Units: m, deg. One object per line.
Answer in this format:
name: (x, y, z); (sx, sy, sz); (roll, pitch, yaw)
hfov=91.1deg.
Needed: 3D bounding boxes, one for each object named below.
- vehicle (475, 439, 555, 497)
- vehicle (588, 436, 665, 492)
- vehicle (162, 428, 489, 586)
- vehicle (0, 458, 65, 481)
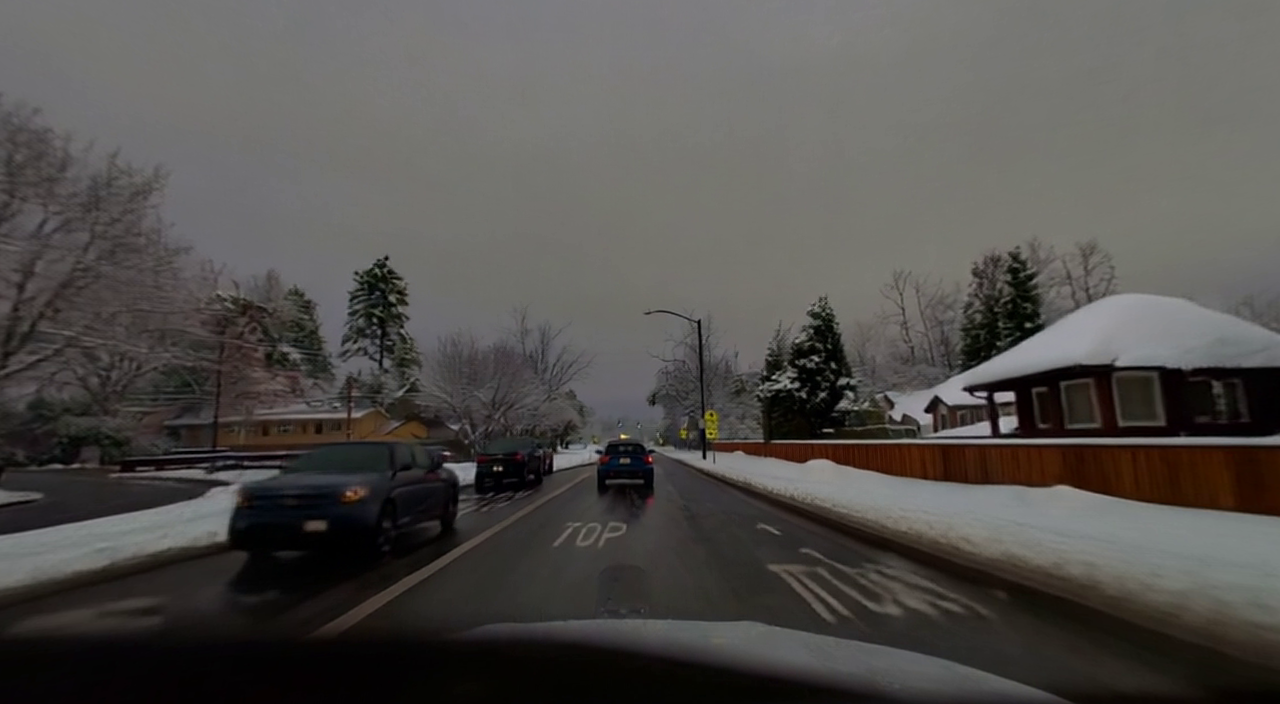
vehicle: (-3.651, 3.427, 18.982); (1.986, 1.561, 3.805); (1, -8, -6)
vehicle: (-0.559, 3.650, 20.838); (2.290, 1.653, 4.127); (1, -8, -4)
vehicle: (-3.892, 1.925, 9.099); (2.067, 1.546, 4.988); (2, -7, 1)
vehicle: (-45.708, 8.668, 46.368); (4.355, 1.642, 1.950); (0, -8, -2)
